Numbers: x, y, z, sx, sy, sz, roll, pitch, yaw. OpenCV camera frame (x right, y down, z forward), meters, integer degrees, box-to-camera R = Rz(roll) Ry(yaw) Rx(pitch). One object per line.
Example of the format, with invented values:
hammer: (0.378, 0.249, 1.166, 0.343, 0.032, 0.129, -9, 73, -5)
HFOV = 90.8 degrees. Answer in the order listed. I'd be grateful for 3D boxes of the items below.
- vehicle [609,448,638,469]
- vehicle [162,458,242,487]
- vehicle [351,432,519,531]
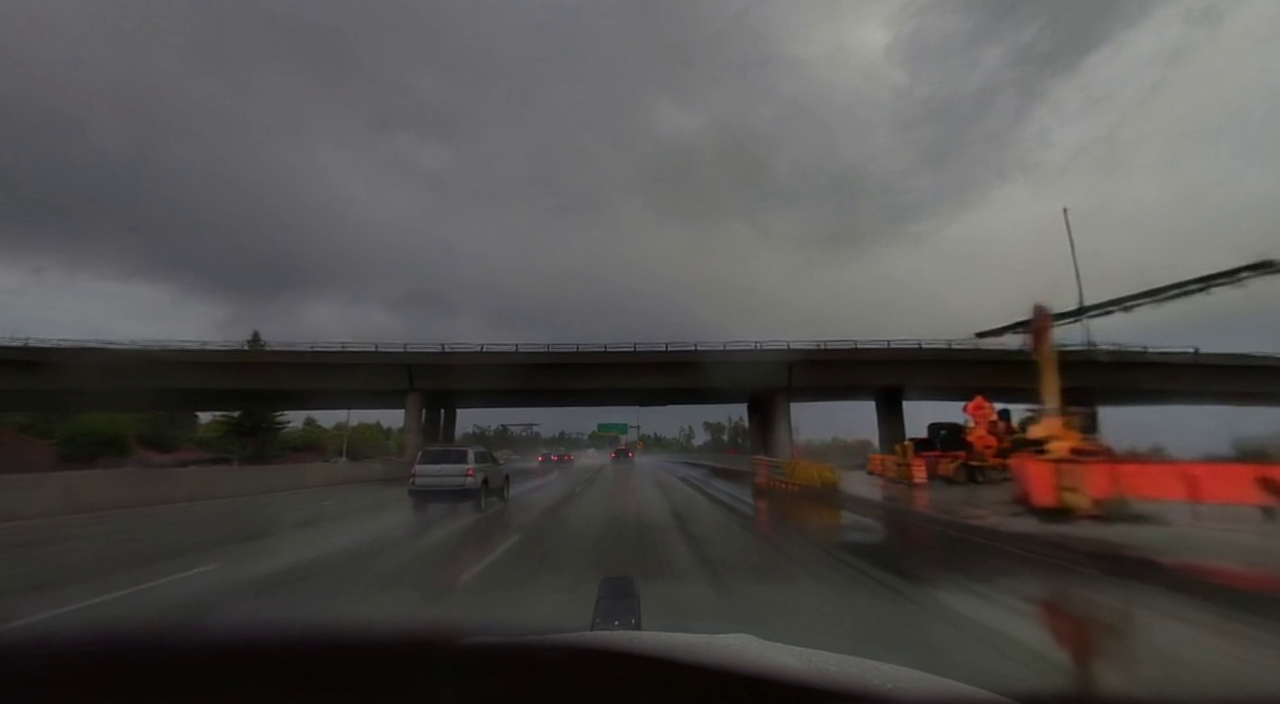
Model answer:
vehicle: (-1.258, 7.947, 47.485, 2.051, 1.459, 4.092, 0, -9, -2)
vehicle: (-29.042, 7.976, 42.068, 2.012, 1.735, 4.649, -1, -9, -1)
vehicle: (-3.880, 2.512, 12.850, 2.024, 1.655, 4.192, 0, -9, -1)
